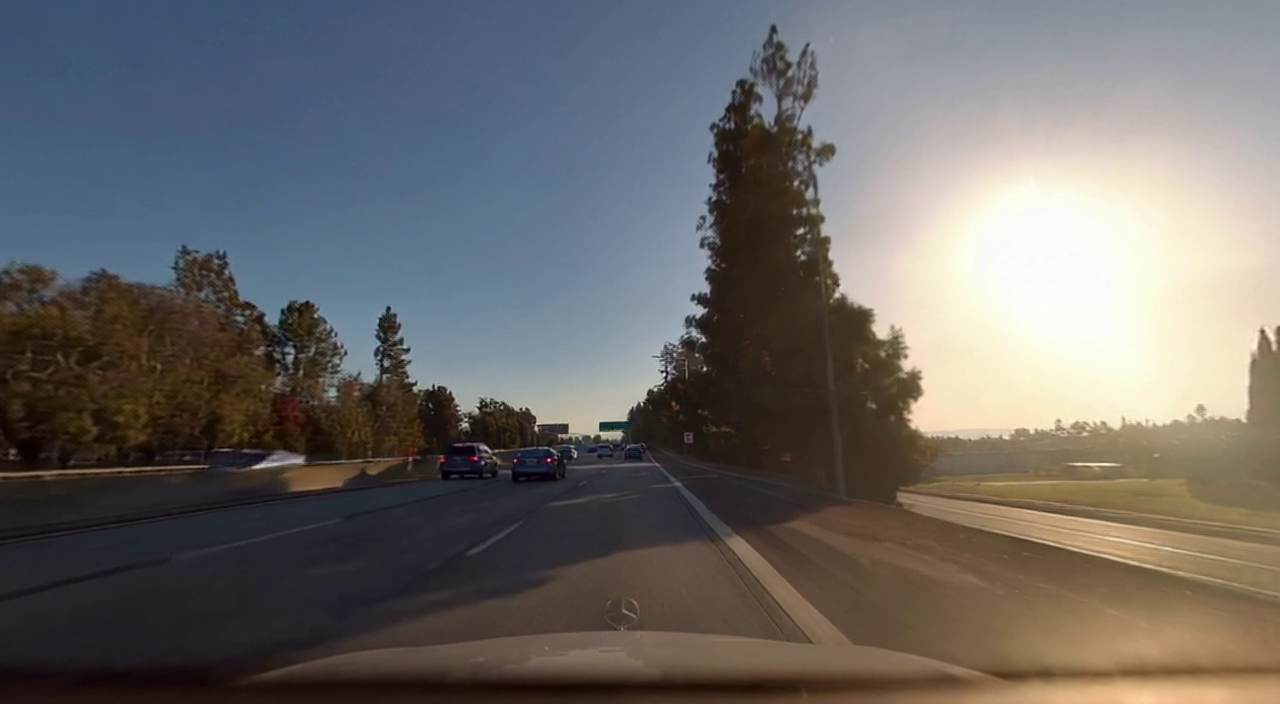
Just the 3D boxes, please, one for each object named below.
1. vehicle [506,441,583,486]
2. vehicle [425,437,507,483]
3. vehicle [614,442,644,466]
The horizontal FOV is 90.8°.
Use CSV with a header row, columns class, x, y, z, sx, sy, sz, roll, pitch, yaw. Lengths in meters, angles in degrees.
class,x,y,z,sx,sy,sz,roll,pitch,yaw
vehicle,-3.632,4.374,25.037,2.102,1.562,4.884,-1,-9,2
vehicle,-7.409,4.647,27.412,2.091,1.795,4.617,-1,-9,2
vehicle,-0.821,7.799,48.539,2.179,1.742,4.396,0,-9,0
